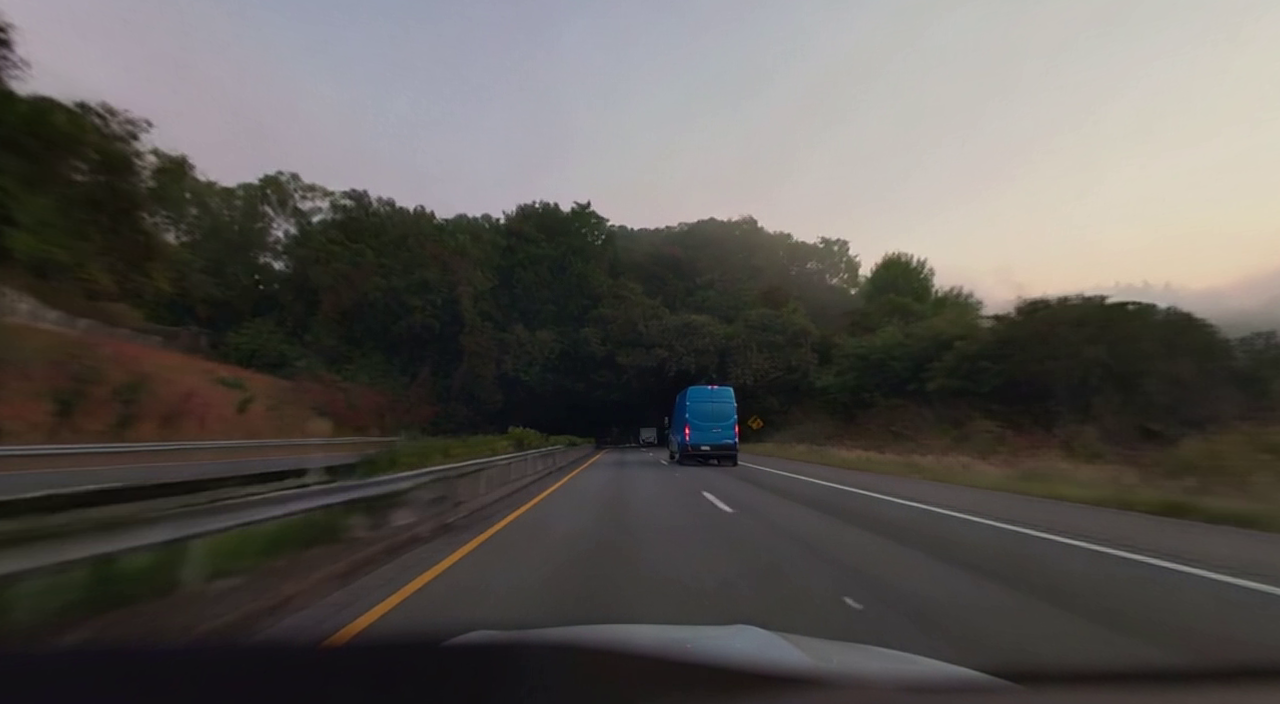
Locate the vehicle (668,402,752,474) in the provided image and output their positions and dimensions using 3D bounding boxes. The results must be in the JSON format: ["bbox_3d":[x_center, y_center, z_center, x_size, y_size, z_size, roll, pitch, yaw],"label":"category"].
[{"bbox_3d":[2.664,3.527,25.898,2.570,2.596,6.082,0,-8,-2],"label":"vehicle"}]
